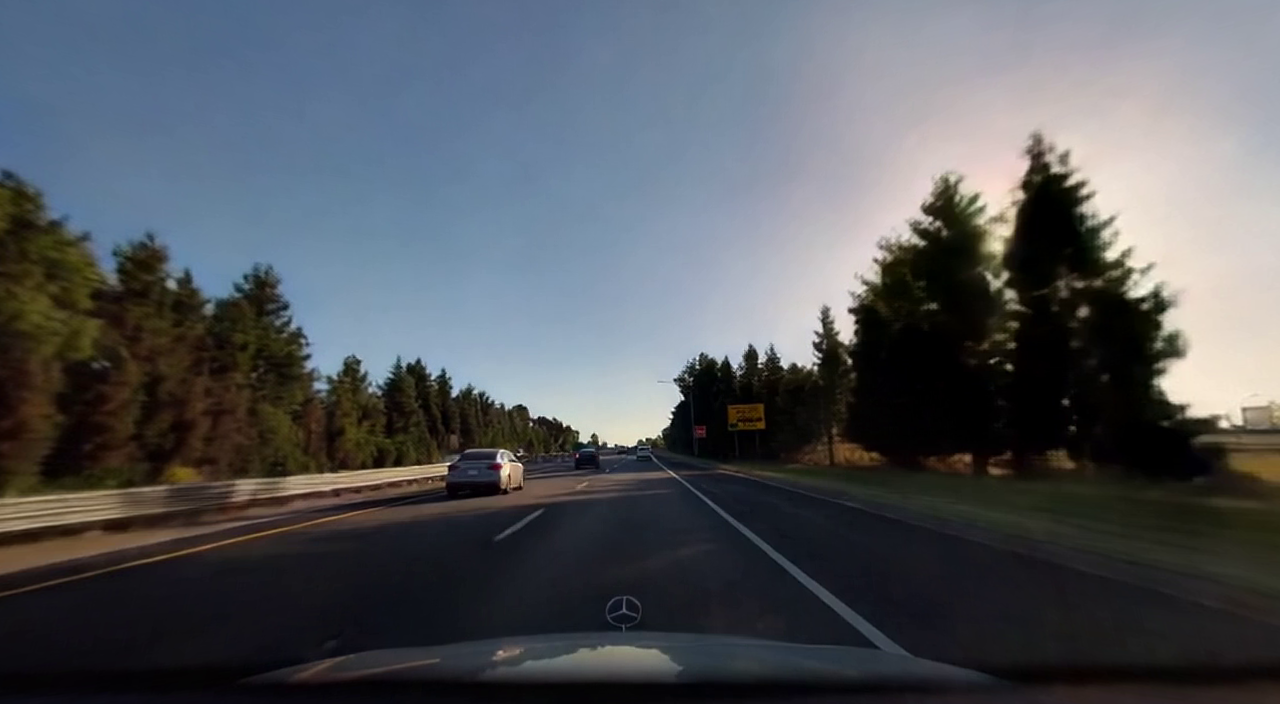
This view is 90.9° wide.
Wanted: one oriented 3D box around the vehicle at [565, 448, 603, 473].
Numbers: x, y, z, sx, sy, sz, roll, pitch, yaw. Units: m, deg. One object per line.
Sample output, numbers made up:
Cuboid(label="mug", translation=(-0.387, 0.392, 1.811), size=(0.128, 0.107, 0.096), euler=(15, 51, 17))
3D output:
Cuboid(label="vehicle", translation=(-3.481, 6.856, 40.110), size=(2.005, 1.474, 3.921), euler=(0, -9, 1))

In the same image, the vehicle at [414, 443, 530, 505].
Cuboid(label="vehicle", translation=(-4.539, 3.370, 17.864), size=(1.975, 1.501, 4.603), euler=(0, -9, 0))
